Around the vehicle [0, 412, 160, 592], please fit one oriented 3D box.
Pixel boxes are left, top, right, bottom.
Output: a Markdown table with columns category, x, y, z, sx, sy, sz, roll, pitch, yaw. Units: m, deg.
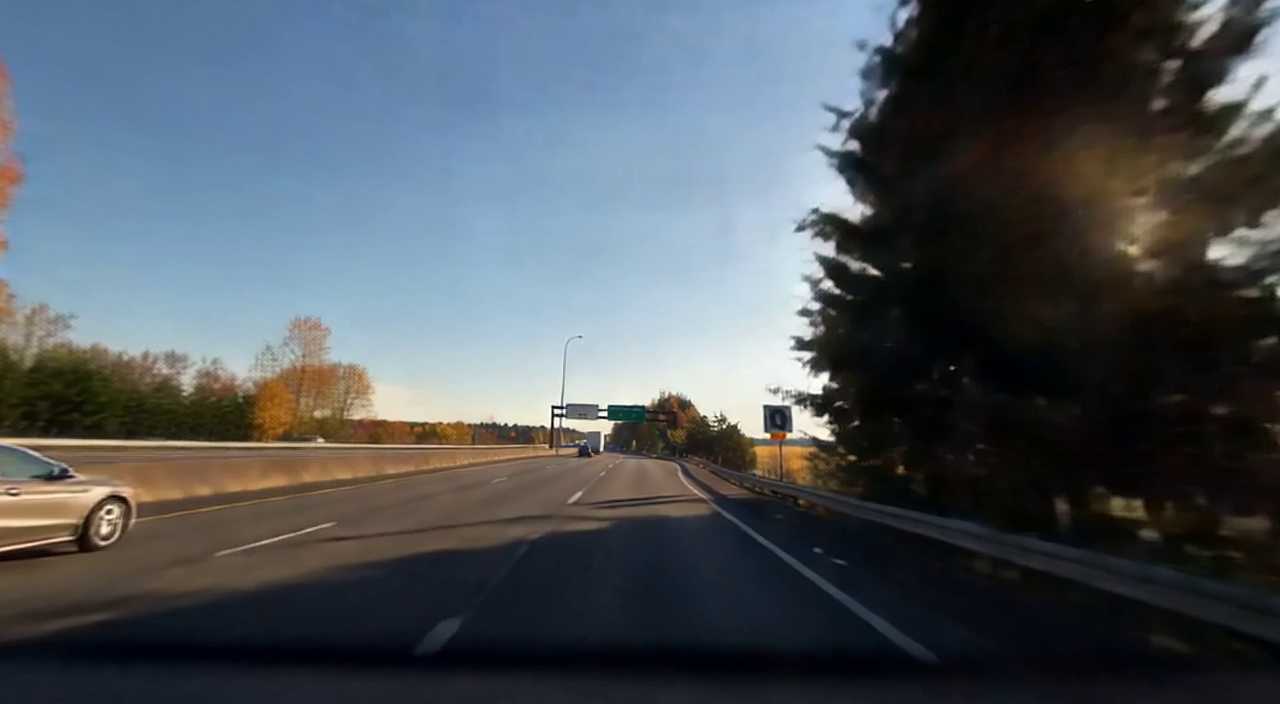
| category | x | y | z | sx | sy | sz | roll | pitch | yaw |
| --- | --- | --- | --- | --- | --- | --- | --- | --- | --- |
| vehicle | -6.696 | 1.270 | 5.132 | 2.034 | 1.578 | 4.488 | 0 | -9 | -1 |
